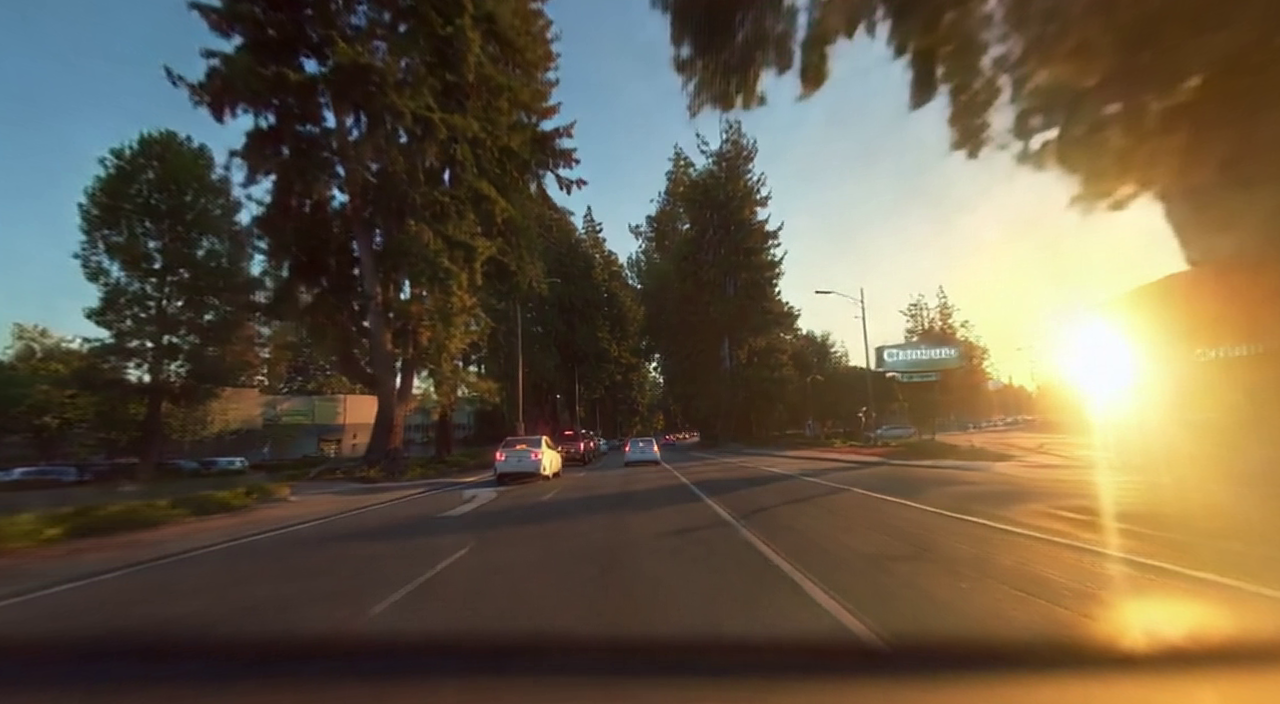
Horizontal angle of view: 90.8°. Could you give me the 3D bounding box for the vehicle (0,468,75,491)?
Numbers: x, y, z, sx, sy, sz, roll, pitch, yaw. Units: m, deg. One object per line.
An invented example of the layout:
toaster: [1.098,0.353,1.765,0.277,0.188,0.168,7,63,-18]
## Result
vehicle: [-41.580,8.710,43.322,3.900,1.453,1.740,0,-8,0]

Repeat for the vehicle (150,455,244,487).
vehicle: [-28.792,7.714,41.190,4.586,1.682,2.003,-3,-8,-4]

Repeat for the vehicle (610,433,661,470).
vehicle: [-0.218,4.407,28.142,2.126,1.475,3.967,0,-8,-1]

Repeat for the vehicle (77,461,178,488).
vehicle: [-29.218,6.954,36.069,4.193,1.435,1.770,0,-8,0]

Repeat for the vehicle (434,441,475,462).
vehicle: [-13.572,7.286,46.391,1.879,1.503,4.274,0,-8,-3]

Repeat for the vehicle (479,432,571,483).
vehicle: [-3.600,3.397,20.624,2.139,1.487,4.453,0,-8,0]
